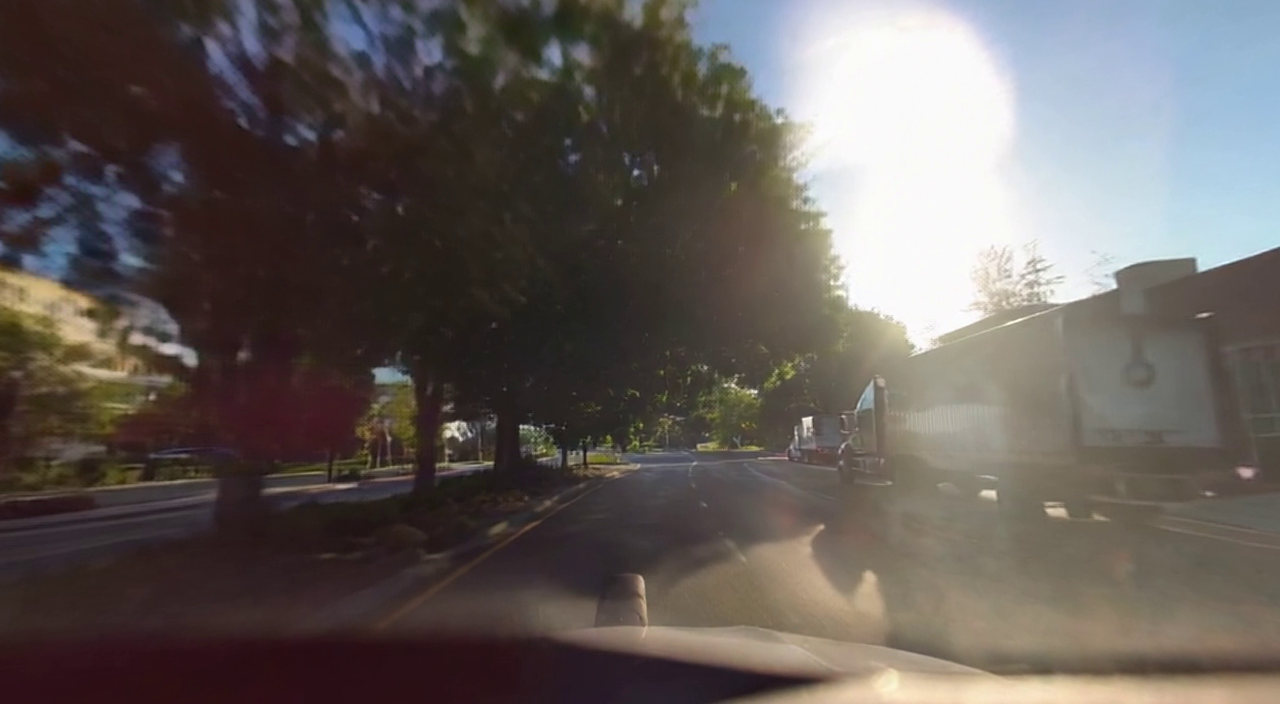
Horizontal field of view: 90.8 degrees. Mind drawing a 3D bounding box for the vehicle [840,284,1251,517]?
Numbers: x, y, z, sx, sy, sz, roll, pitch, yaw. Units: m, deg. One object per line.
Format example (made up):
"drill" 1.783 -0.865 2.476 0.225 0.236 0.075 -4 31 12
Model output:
"vehicle" 10.419 2.146 20.848 2.907 4.439 17.681 0 -8 3
